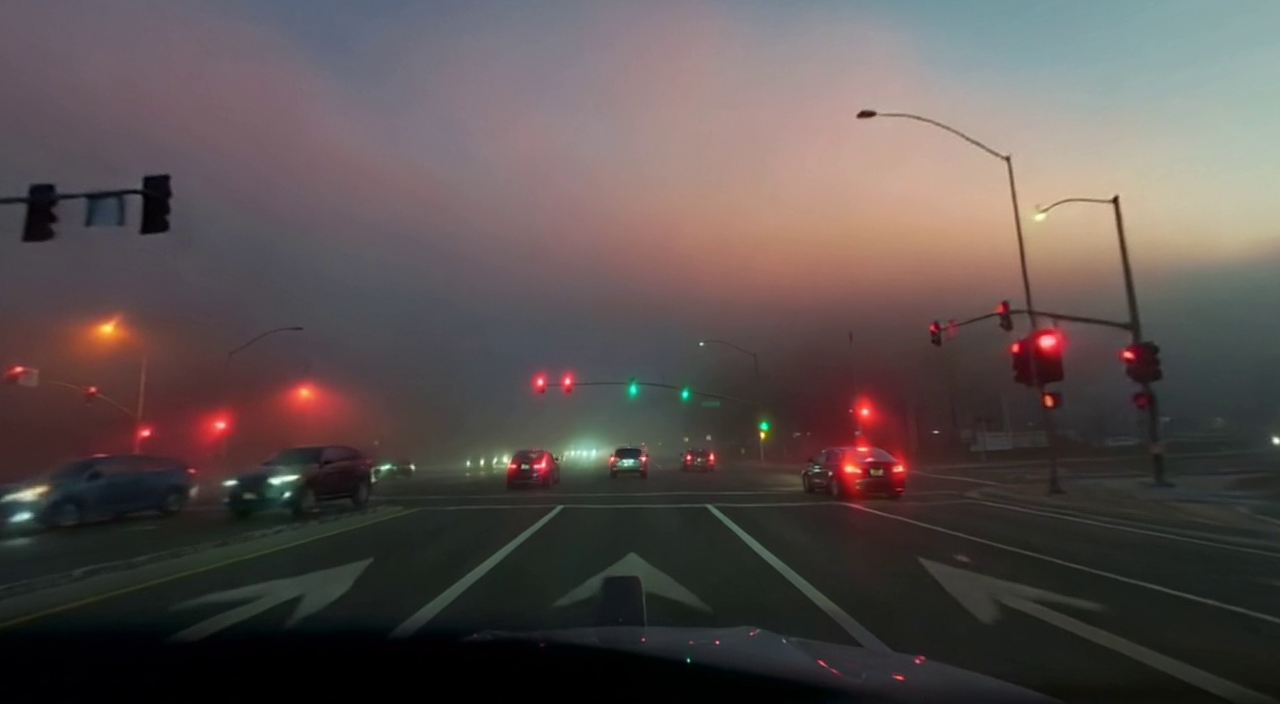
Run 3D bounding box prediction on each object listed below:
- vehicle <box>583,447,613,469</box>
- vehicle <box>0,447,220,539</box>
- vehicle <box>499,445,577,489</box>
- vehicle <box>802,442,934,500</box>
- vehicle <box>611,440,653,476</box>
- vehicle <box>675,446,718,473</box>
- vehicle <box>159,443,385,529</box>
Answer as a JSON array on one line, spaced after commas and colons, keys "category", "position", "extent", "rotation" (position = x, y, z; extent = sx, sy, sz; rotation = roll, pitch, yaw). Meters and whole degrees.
[{"category": "vehicle", "position": [-3.117, 7.938, 47.499], "extent": [2.002, 1.502, 4.057], "rotation": [0, -8, -1]}, {"category": "vehicle", "position": [-10.947, 2.661, 12.633], "extent": [2.047, 1.479, 4.228], "rotation": [0, -8, 2]}, {"category": "vehicle", "position": [-3.732, 4.279, 23.953], "extent": [2.163, 1.474, 4.413], "rotation": [0, -8, 1]}, {"category": "vehicle", "position": [6.411, 3.367, 18.414], "extent": [2.028, 1.451, 4.625], "rotation": [0, -8, -1]}, {"category": "vehicle", "position": [-0.383, 5.349, 32.149], "extent": [2.008, 1.716, 4.125], "rotation": [0, -8, 0]}, {"category": "vehicle", "position": [3.252, 6.243, 36.988], "extent": [2.014, 1.430, 4.103], "rotation": [0, -8, -2]}, {"category": "vehicle", "position": [-7.404, 2.696, 13.433], "extent": [2.013, 1.488, 4.596], "rotation": [0, -8, 0]}]
